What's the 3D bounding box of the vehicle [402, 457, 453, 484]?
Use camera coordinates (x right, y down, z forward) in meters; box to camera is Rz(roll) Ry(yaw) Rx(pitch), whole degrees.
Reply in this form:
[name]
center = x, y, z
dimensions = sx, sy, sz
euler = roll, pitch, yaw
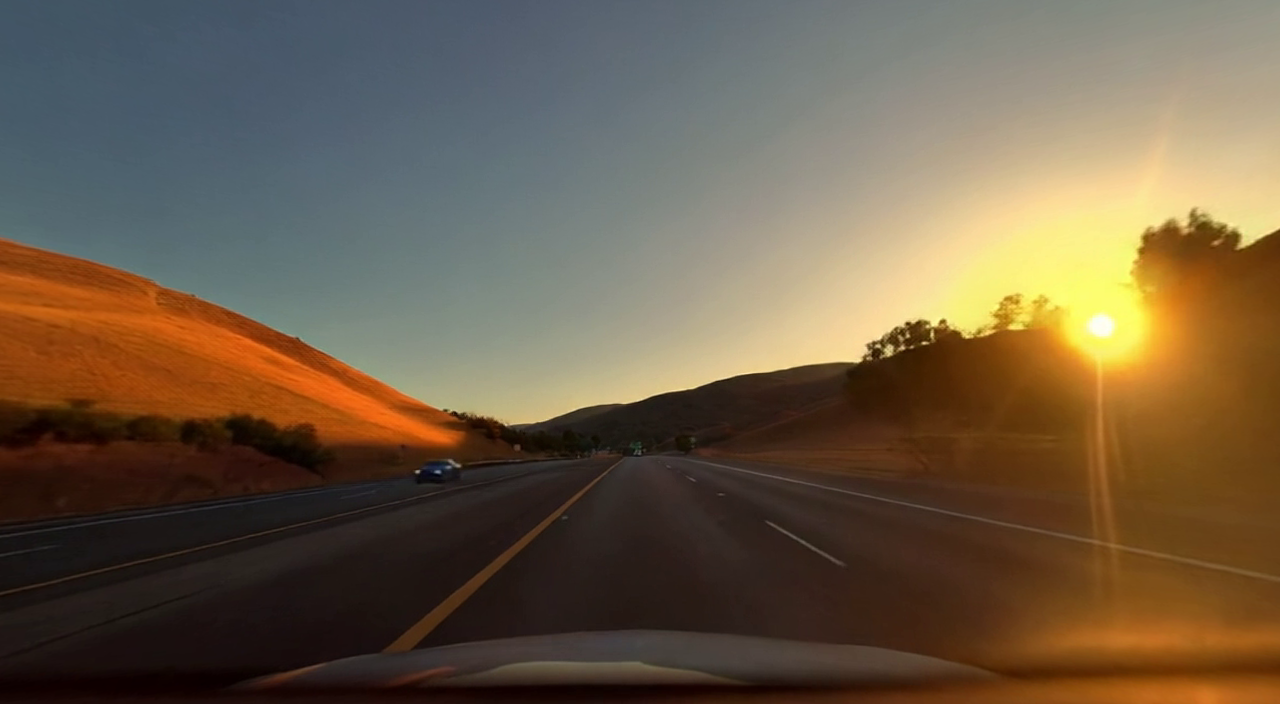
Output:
[vehicle]
center = -13.315, 7.415, 39.435
dimensions = 1.829, 1.480, 4.160
euler = -3, -9, -1
